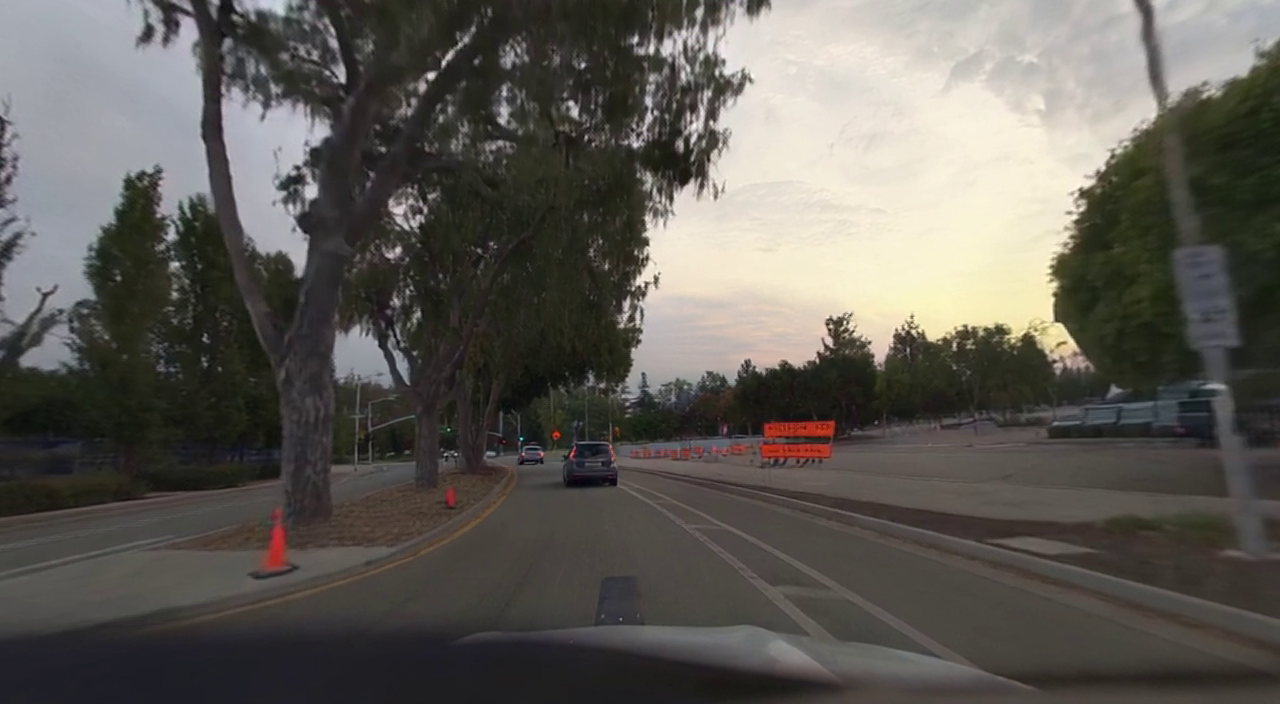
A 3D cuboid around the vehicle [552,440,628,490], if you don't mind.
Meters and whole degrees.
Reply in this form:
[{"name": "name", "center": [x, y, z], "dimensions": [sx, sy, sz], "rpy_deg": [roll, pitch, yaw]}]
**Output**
[{"name": "vehicle", "center": [-1.832, 3.820, 21.824], "dimensions": [2.266, 1.508, 4.430], "rpy_deg": [1, -9, -9]}]
